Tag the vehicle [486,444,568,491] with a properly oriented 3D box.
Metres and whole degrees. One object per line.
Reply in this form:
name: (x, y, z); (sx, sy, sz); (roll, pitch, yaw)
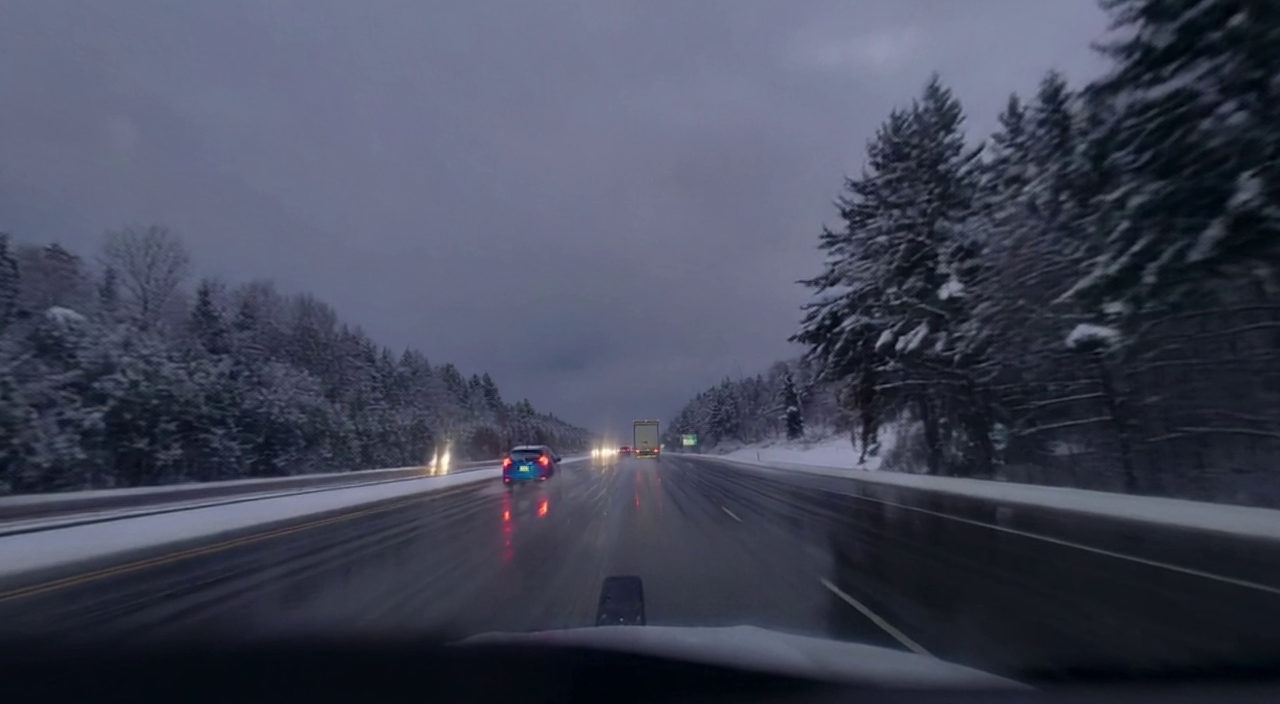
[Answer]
vehicle: (-3.970, 4.163, 23.110); (1.999, 1.533, 4.870); (-1, -9, 1)
